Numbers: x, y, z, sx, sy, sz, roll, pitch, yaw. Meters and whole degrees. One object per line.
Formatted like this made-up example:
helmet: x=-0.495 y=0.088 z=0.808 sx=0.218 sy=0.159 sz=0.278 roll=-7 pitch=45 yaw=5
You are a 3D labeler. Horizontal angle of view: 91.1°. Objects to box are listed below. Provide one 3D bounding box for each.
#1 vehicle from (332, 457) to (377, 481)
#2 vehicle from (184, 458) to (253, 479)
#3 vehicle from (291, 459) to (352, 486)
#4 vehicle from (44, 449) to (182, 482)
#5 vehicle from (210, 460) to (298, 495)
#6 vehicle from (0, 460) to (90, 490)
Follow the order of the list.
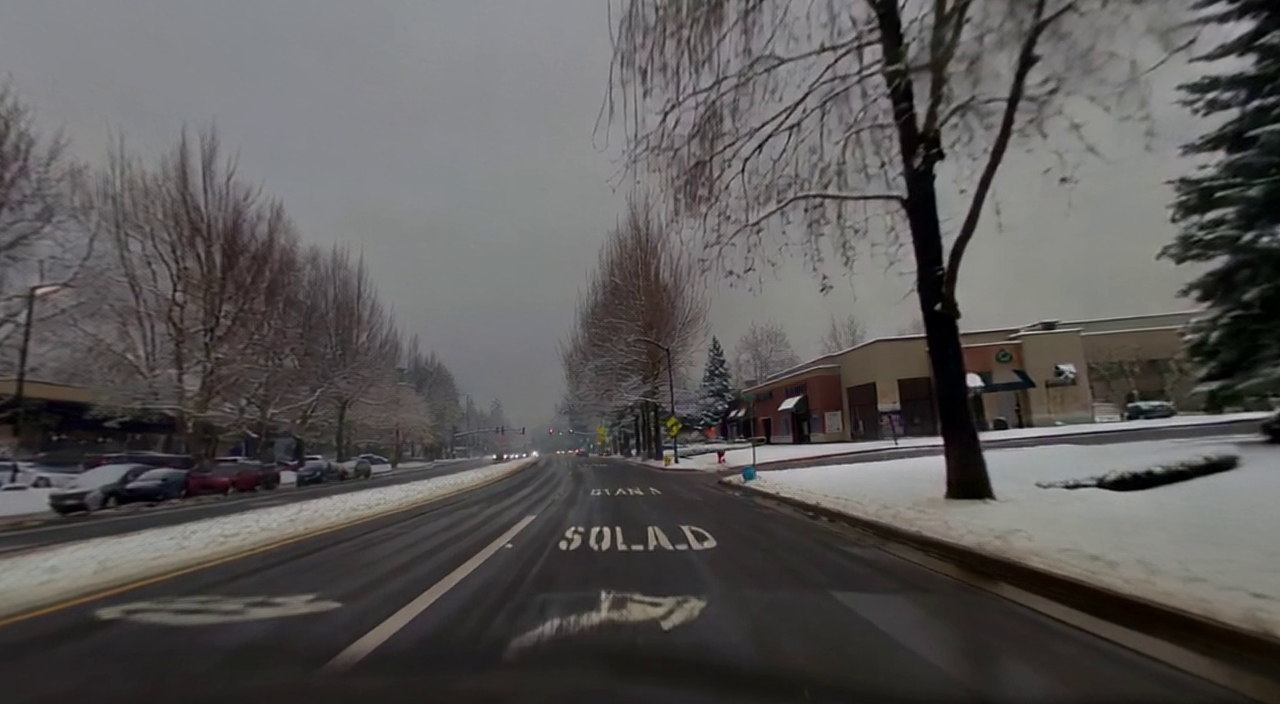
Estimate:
vehicle: x=-21.275 y=8.720 z=46.959 sx=1.896 sy=1.495 sz=4.108 roll=-4 pitch=-9 yaw=-7
vehicle: x=-31.723 y=8.760 z=47.331 sx=3.852 sy=1.494 sz=1.817 roll=1 pitch=-9 yaw=-4
vehicle: x=-20.518 y=7.752 z=40.632 sx=1.887 sy=1.490 sz=4.432 roll=1 pitch=-9 yaw=-4
vehicle: x=-30.455 y=6.584 z=36.455 sx=5.746 sy=1.807 sz=2.140 roll=1 pitch=-9 yaw=-6
vehicle: x=-19.582 y=6.355 z=32.069 sx=1.956 sy=1.550 sz=4.375 roll=1 pitch=-9 yaw=-4
vehicle: x=-30.055 y=6.099 z=31.187 sx=3.598 sy=1.407 sz=1.740 roll=1 pitch=-9 yaw=-5
